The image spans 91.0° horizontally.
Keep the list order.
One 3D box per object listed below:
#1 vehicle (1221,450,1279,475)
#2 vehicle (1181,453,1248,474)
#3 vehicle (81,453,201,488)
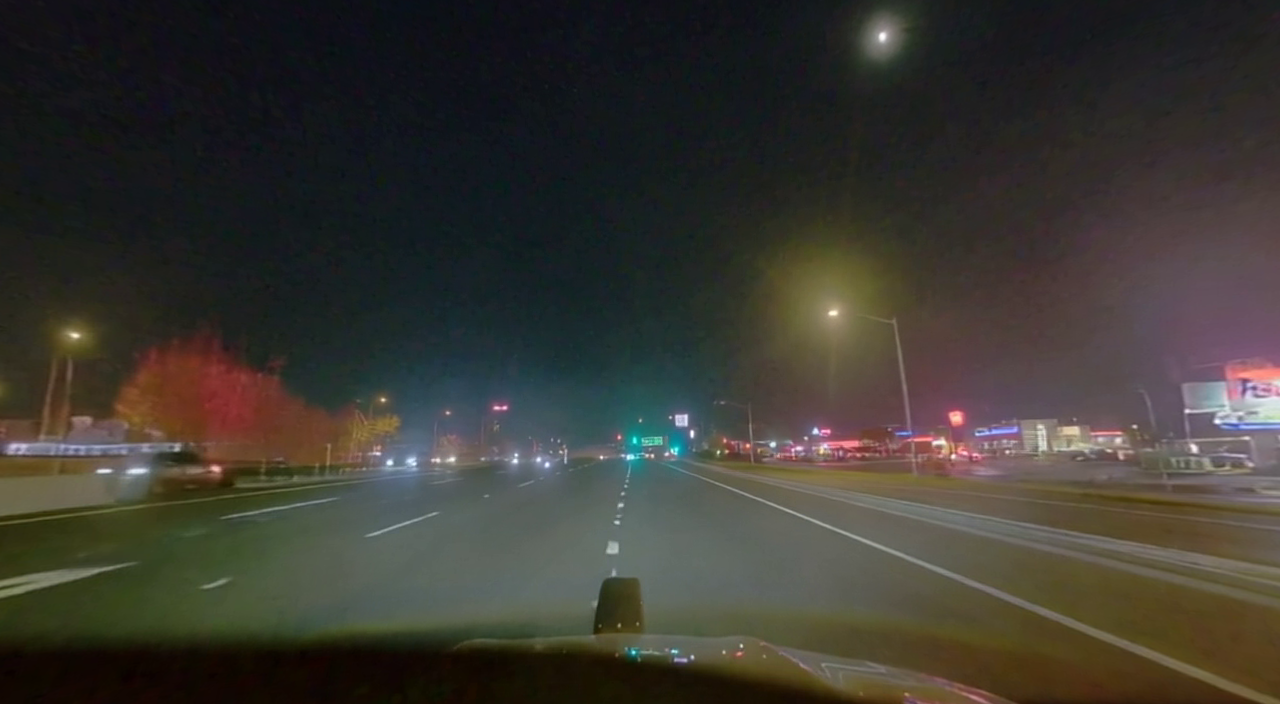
[{"bbox_3d":[48.162,8.533,48.971,2.296,1.632,4.498,-4,-8,13],"label":"vehicle"},{"bbox_3d":[45.208,8.729,49.682,1.951,1.528,4.497,-2,-9,16],"label":"vehicle"},{"bbox_3d":[-24.041,5.695,30.632,1.881,1.537,4.894,0,-9,0],"label":"vehicle"}]
